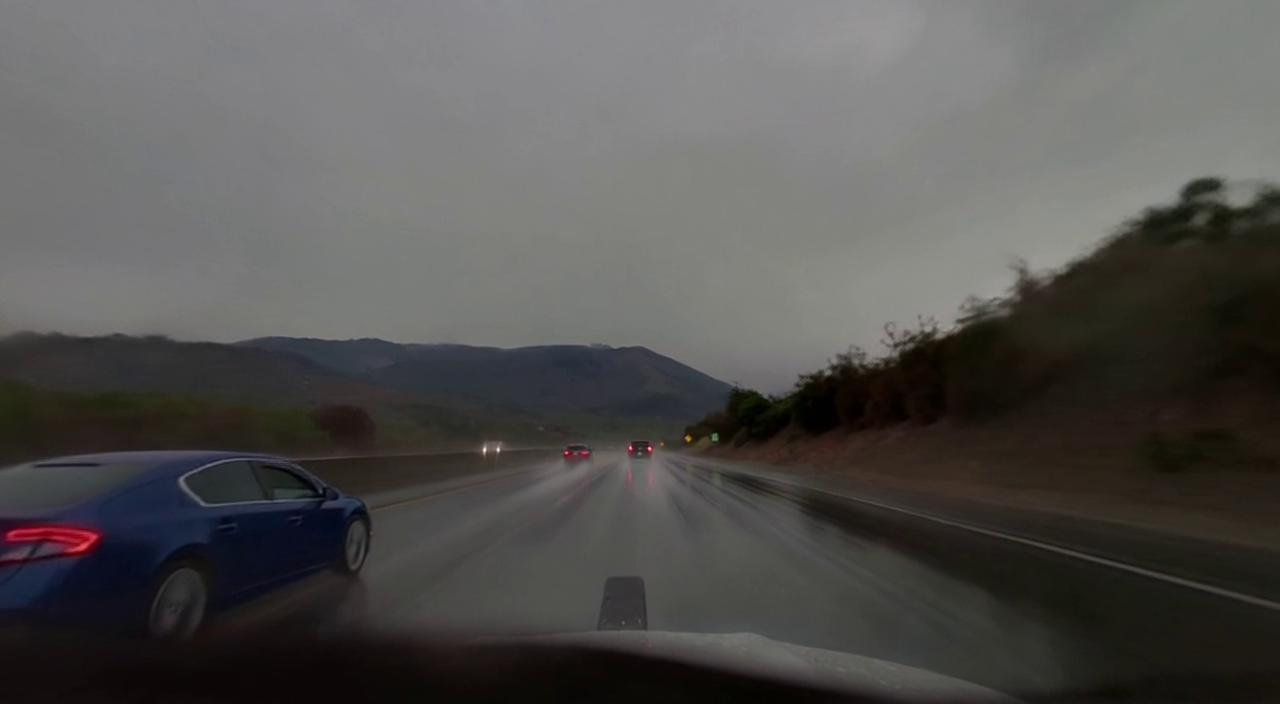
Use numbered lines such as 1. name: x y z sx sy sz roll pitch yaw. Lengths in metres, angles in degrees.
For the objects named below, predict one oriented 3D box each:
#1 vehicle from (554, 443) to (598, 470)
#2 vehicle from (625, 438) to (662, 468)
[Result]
1. vehicle: -3.745 6.182 37.254 2.082 1.485 4.237 0 -8 1
2. vehicle: 0.251 6.599 41.217 2.272 1.836 4.866 0 -8 0
